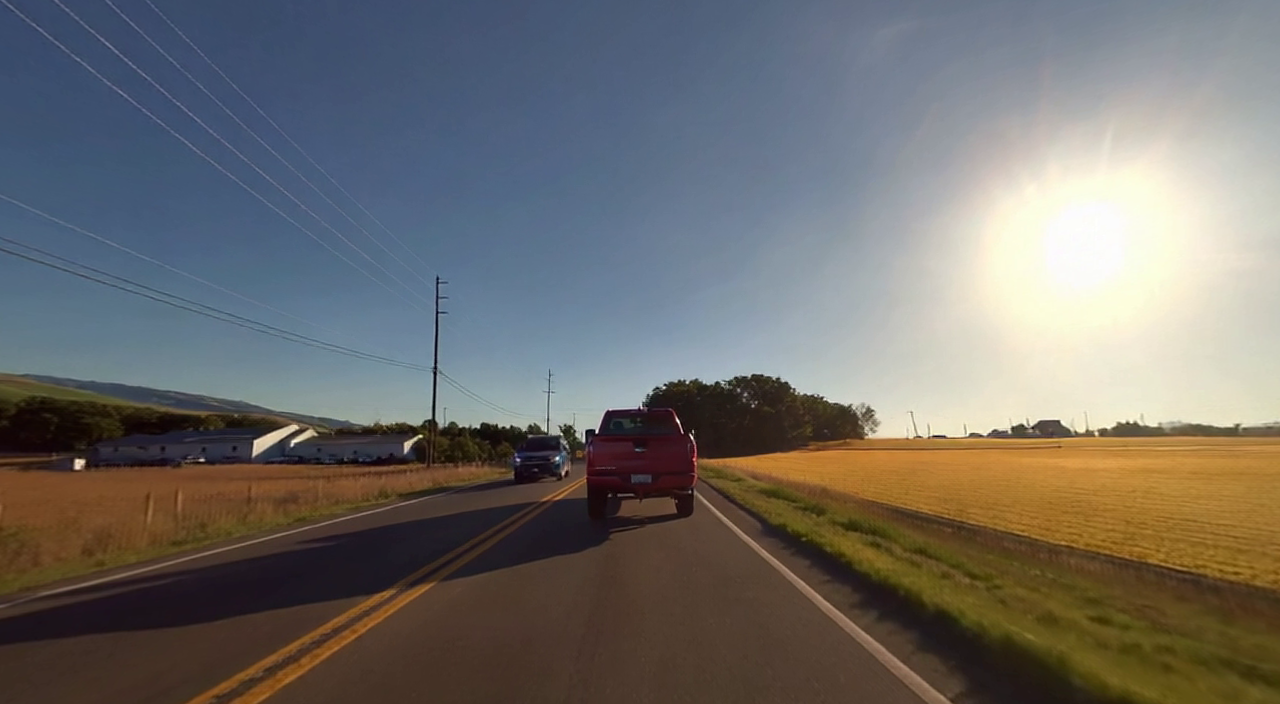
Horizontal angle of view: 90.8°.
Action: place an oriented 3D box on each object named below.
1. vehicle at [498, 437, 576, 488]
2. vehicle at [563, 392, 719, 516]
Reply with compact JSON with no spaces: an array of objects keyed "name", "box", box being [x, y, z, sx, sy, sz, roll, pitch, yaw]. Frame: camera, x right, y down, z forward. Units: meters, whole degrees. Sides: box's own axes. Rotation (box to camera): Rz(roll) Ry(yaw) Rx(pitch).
[{"name":"vehicle","box":[-3.824,4.195,24.375,2.122,1.729,4.783,0,-8,1]},{"name":"vehicle","box":[-0.045,2.448,15.572,2.912,2.320,7.292,0,-8,-1]}]
